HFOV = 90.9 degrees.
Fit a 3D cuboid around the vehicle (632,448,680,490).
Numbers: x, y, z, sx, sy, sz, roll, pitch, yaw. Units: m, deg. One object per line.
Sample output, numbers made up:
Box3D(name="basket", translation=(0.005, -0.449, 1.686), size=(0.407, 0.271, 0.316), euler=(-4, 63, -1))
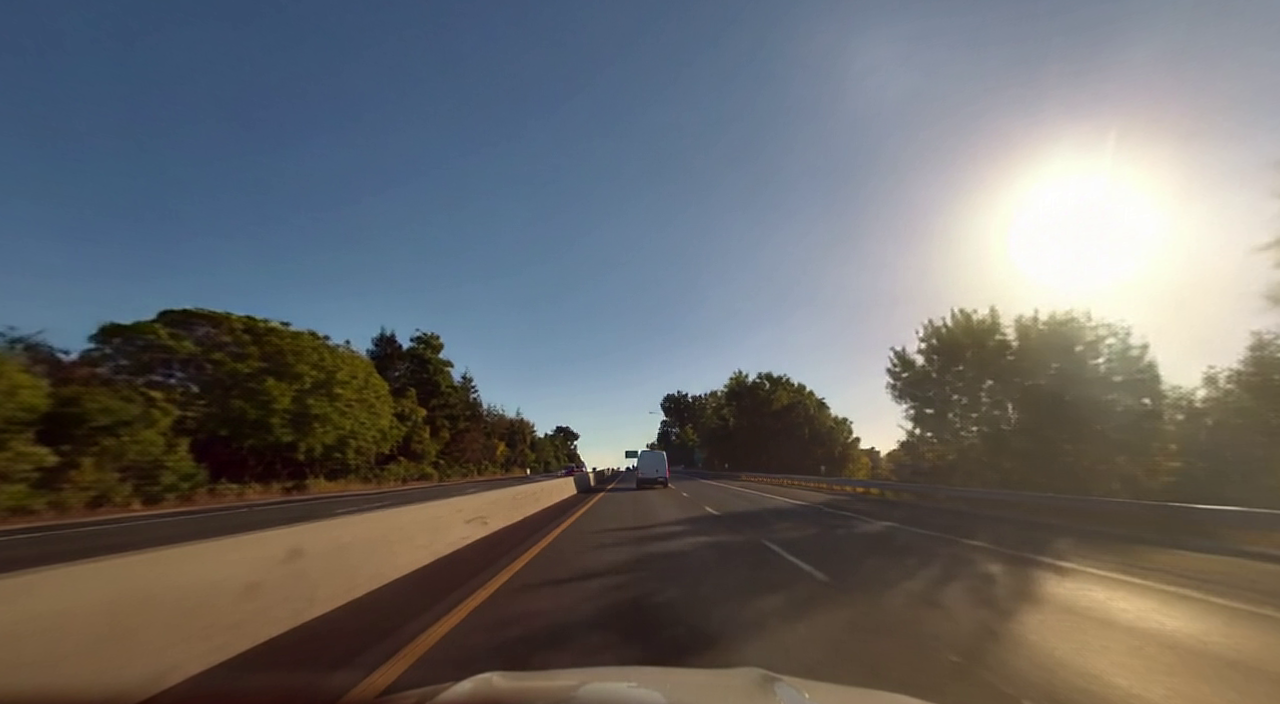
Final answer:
Box3D(name="vehicle", translation=(0.819, 6.565, 35.383), size=(2.429, 2.167, 4.558), euler=(1, -11, -2))
